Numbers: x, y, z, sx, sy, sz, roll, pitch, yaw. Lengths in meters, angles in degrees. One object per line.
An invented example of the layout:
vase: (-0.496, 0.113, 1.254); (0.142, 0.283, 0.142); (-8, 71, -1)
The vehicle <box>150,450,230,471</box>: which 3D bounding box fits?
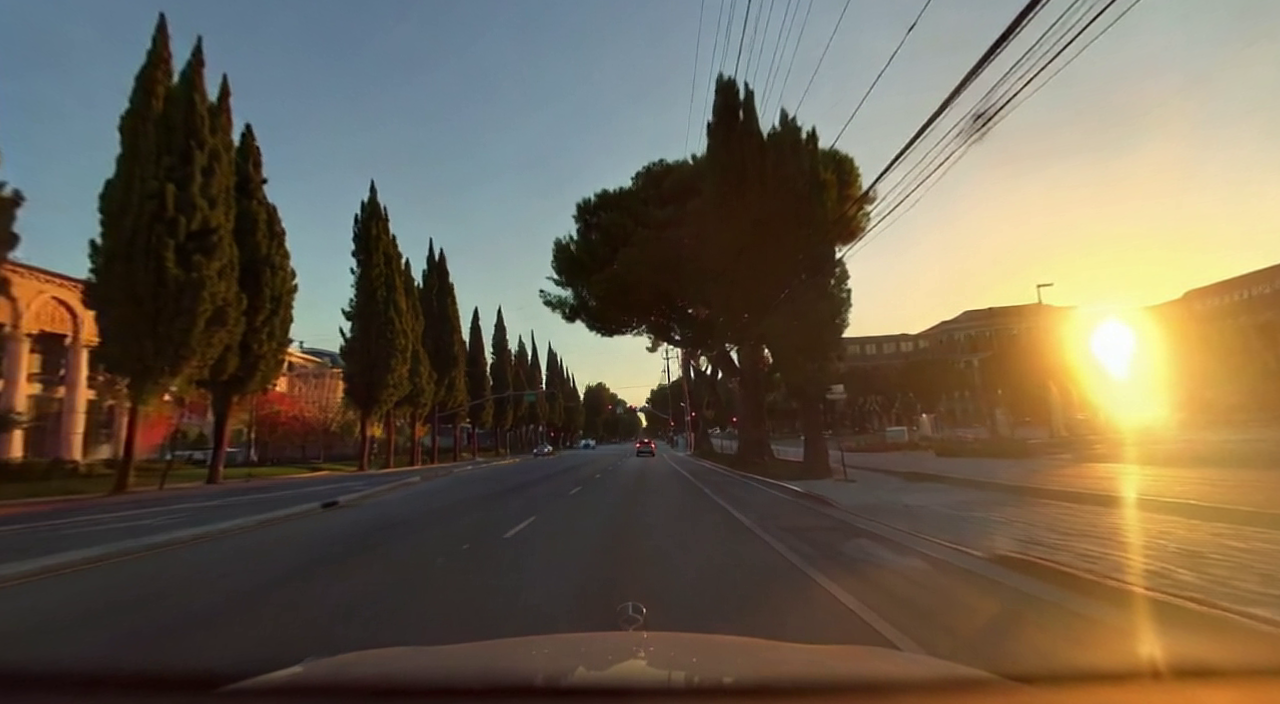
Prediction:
vehicle: (-32.435, 7.801, 45.461); (4.397, 1.454, 1.803); (0, -9, 3)
